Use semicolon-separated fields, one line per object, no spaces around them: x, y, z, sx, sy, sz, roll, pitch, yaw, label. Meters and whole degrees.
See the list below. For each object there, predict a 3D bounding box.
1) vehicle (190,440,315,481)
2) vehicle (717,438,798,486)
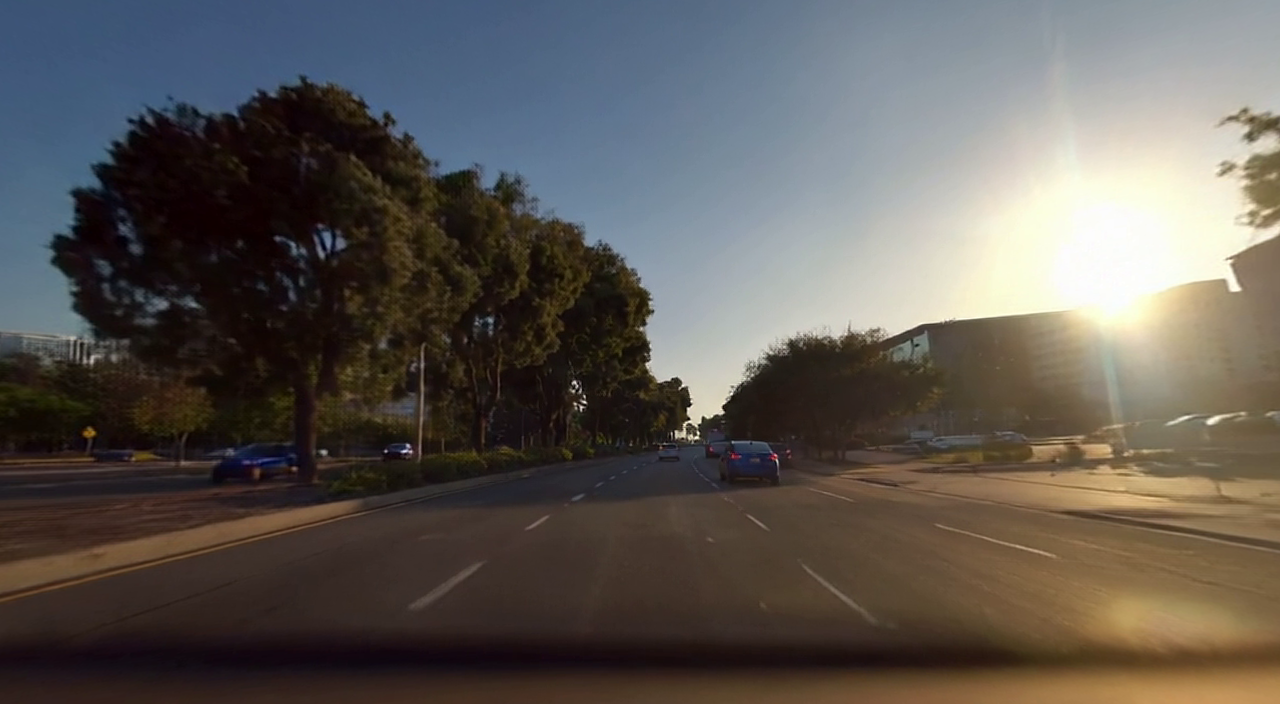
-15.723;4.409;25.951;2.055;1.495;4.772;0;-8;1;vehicle
4.044;3.871;22.483;1.981;1.499;4.536;0;-8;0;vehicle
